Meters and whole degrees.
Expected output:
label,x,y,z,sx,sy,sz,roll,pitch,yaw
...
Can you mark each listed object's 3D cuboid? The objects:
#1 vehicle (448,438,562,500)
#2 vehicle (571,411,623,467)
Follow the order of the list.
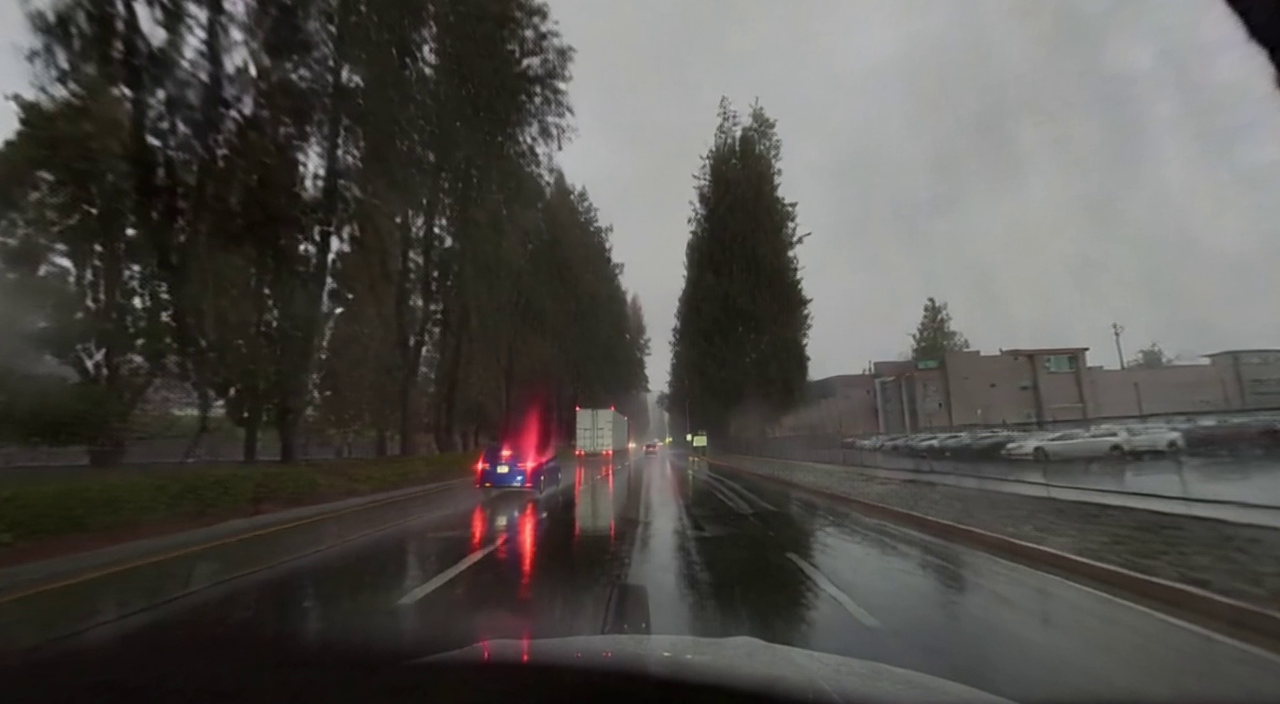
label,x,y,z,sx,sy,sz,roll,pitch,yaw
vehicle,-3.491,3.109,17.231,2.005,1.462,4.345,-1,-8,2
vehicle,-2.651,5.818,41.886,2.746,3.276,8.572,-1,-8,1
